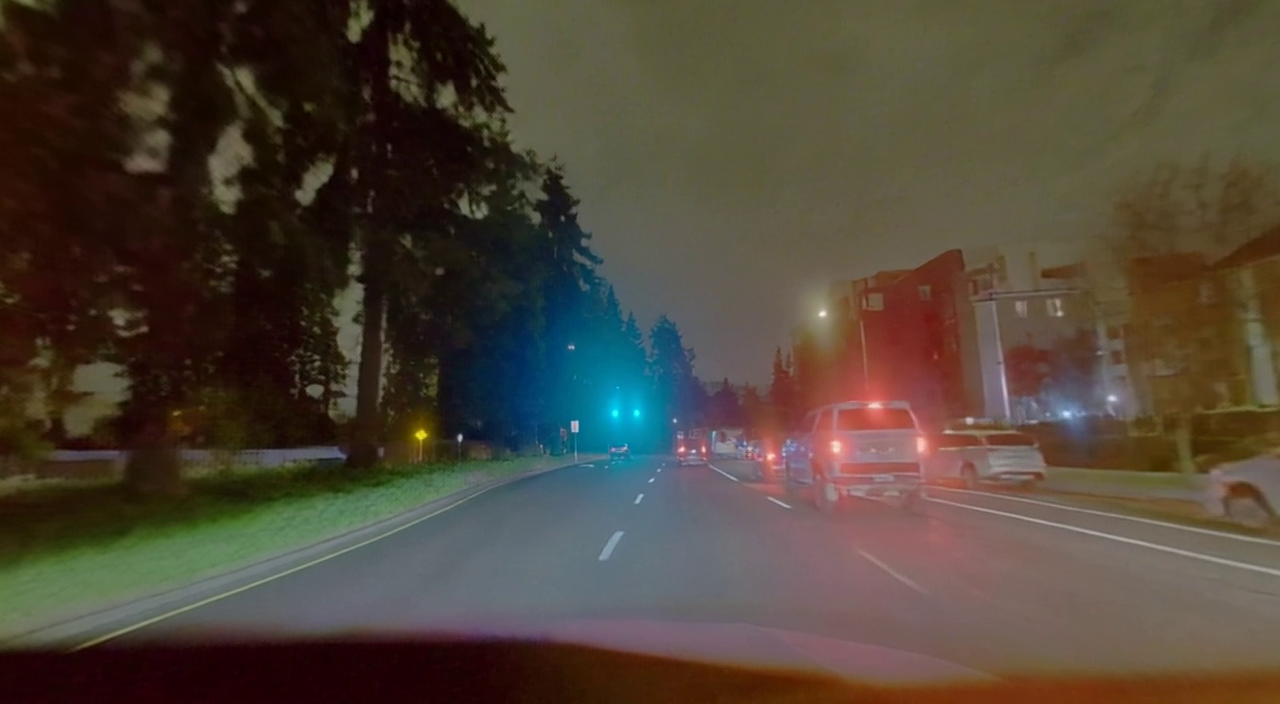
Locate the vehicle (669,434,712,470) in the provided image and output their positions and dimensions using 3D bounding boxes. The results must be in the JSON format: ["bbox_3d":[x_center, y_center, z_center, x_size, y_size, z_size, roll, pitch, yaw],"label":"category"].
[{"bbox_3d":[2.539,5.157,32.698,2.052,1.693,4.554,-1,-8,3],"label":"vehicle"}]

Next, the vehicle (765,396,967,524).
[{"bbox_3d":[4.328,2.223,13.543,2.268,2.090,6.113,0,-8,2],"label":"vehicle"}]

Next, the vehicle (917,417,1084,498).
[{"bbox_3d":[9.354,2.773,16.974,1.992,1.840,4.646,-1,-8,4],"label":"vehicle"}]

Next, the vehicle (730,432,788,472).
[{"bbox_3d":[5.724,4.801,30.881,1.803,1.754,4.480,2,-7,-3],"label":"vehicle"}]
